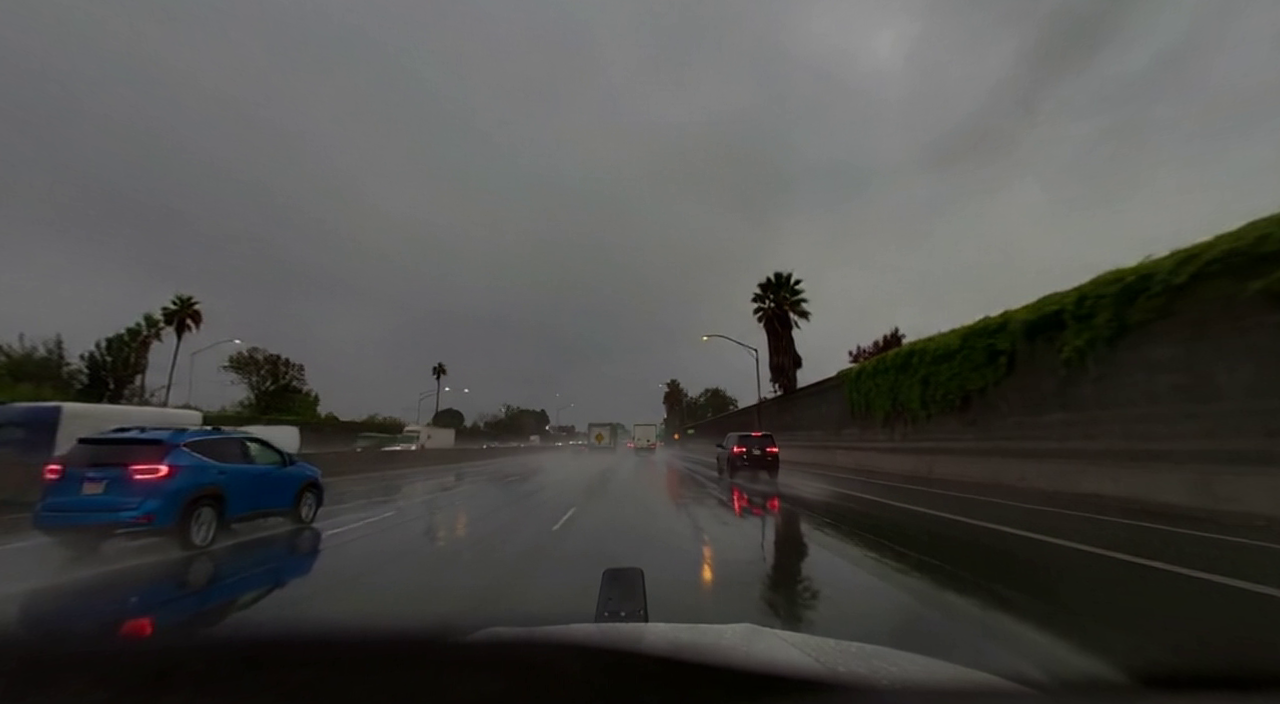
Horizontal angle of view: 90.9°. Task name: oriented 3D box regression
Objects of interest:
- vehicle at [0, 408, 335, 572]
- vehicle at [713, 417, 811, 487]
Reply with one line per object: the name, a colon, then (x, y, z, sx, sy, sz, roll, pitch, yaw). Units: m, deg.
vehicle: (-6.911, 1.860, 9.375, 2.289, 1.774, 4.871, 0, -8, 0)
vehicle: (4.148, 3.536, 22.543, 2.408, 2.210, 4.999, 0, -8, -1)
